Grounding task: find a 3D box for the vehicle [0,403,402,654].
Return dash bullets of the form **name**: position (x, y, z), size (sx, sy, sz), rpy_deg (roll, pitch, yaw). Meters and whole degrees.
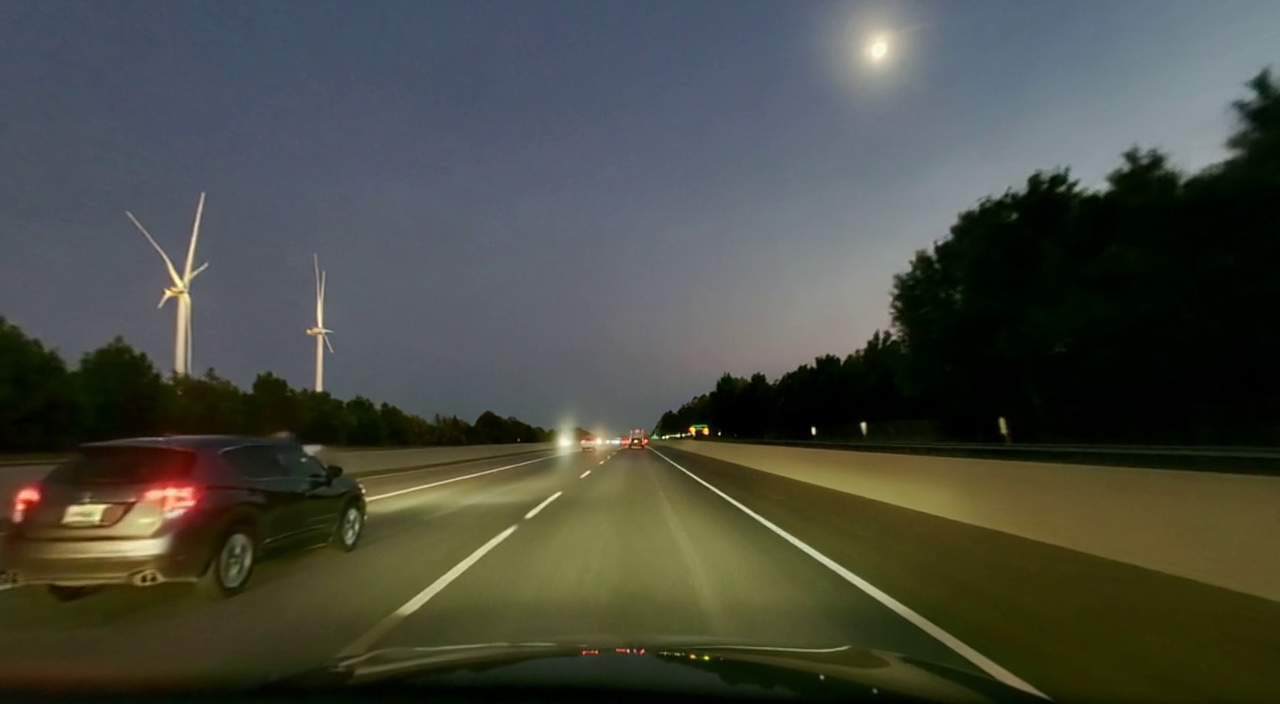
- **vehicle**: position (-3.971, 1.340, 5.868), size (1.950, 1.511, 3.965), rpy_deg (0, -8, 0)
